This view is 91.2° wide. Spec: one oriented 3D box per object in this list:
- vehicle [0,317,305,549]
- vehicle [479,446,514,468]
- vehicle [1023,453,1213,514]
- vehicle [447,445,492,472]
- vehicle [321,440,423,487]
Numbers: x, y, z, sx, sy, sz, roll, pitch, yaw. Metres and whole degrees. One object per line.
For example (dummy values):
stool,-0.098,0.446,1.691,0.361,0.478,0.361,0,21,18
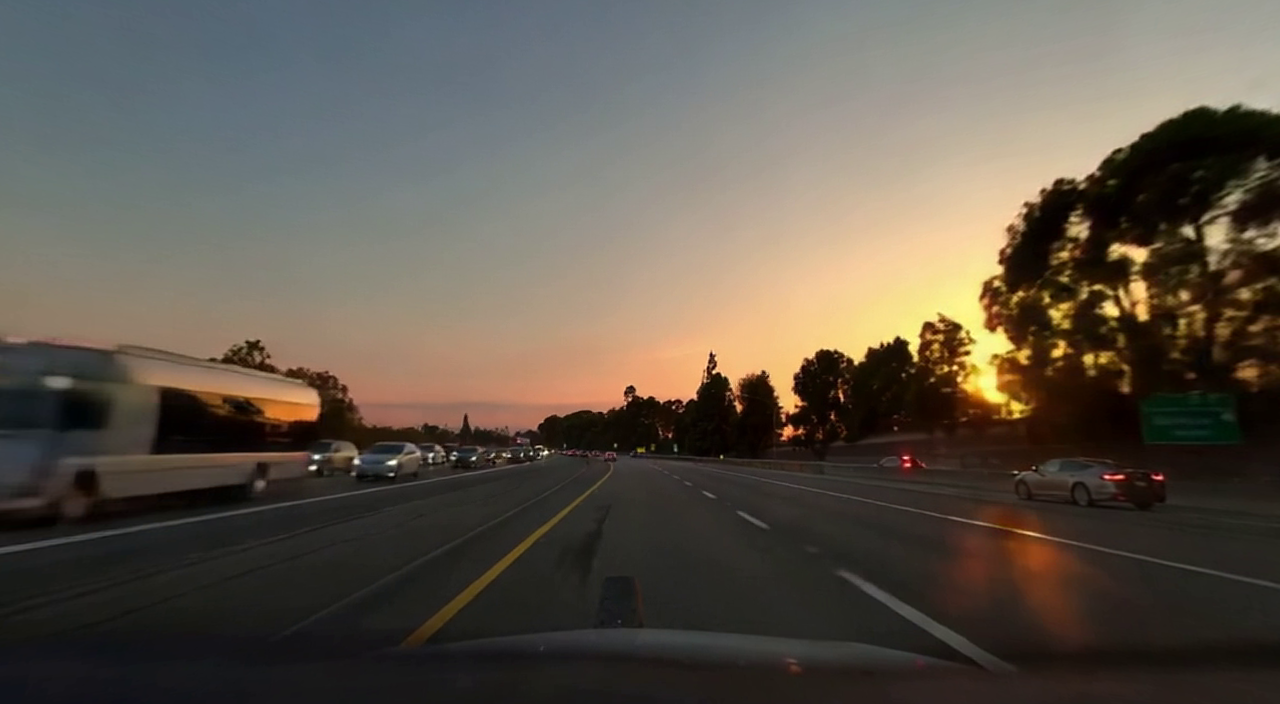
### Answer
vehicle,-8.559,1.429,10.525,2.356,2.637,6.975,0,-9,-4
vehicle,-10.629,7.799,46.564,1.832,1.507,3.859,0,-9,-2
vehicle,13.883,3.802,18.659,1.941,1.536,4.585,0,-9,-2
vehicle,-10.136,6.350,37.563,1.797,1.477,3.854,0,-9,-3
vehicle,-9.235,3.862,22.016,1.839,1.474,4.225,0,-9,-3
